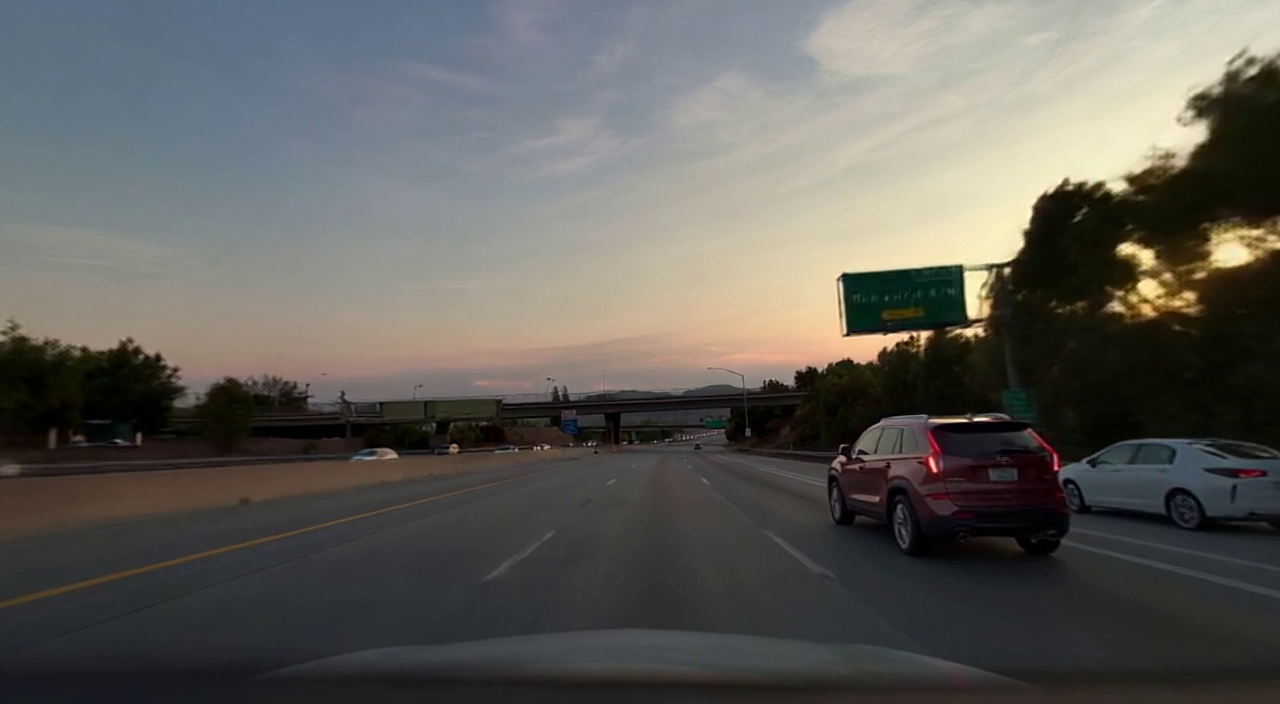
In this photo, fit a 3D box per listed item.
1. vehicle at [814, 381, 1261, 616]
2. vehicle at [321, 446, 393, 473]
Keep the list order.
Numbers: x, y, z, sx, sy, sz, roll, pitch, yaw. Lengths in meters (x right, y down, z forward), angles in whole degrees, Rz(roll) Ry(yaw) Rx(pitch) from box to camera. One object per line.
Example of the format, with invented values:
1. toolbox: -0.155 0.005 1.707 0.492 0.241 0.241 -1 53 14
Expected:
1. vehicle: 3.580 1.424 7.028 2.019 1.732 4.579 0 -8 1
2. vehicle: -16.769 6.397 37.651 2.048 1.495 4.518 -1 -8 3
